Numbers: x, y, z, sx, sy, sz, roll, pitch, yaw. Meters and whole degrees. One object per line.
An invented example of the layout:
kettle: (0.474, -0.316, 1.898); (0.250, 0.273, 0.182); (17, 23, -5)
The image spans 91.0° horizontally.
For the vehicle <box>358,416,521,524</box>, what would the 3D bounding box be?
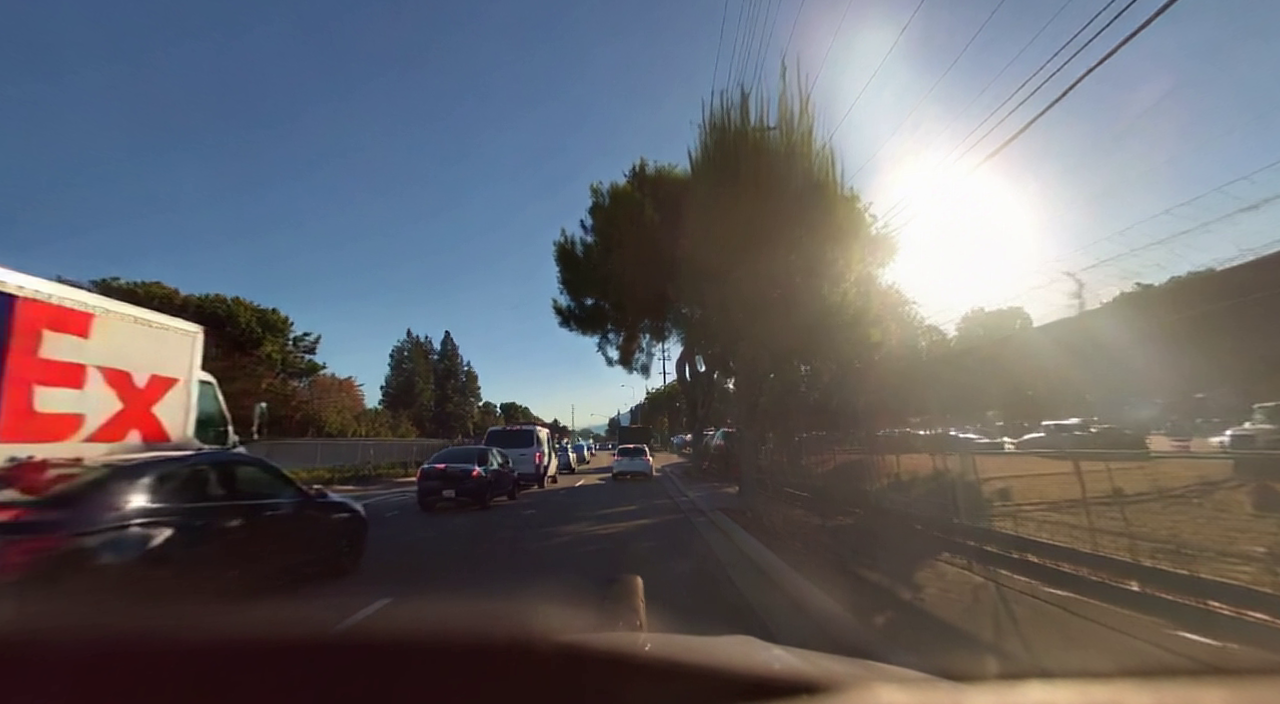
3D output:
vehicle: (-3.928, 2.409, 13.313); (1.956, 1.865, 4.624); (0, -9, -1)

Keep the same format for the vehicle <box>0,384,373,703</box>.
vehicle: (-3.947, 1.242, 4.657); (2.014, 1.637, 4.382); (0, -9, 0)

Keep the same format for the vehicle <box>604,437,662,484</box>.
vehicle: (-0.267, 4.210, 24.748); (2.055, 1.671, 4.147); (0, -9, -1)

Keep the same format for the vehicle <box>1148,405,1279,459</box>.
vehicle: (40.522, 5.570, 43.779); (7.613, 2.990, 2.868); (-5, -8, -2)

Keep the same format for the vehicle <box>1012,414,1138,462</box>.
vehicle: (32.779, 6.568, 47.670); (7.142, 3.385, 2.919); (0, -10, 2)
